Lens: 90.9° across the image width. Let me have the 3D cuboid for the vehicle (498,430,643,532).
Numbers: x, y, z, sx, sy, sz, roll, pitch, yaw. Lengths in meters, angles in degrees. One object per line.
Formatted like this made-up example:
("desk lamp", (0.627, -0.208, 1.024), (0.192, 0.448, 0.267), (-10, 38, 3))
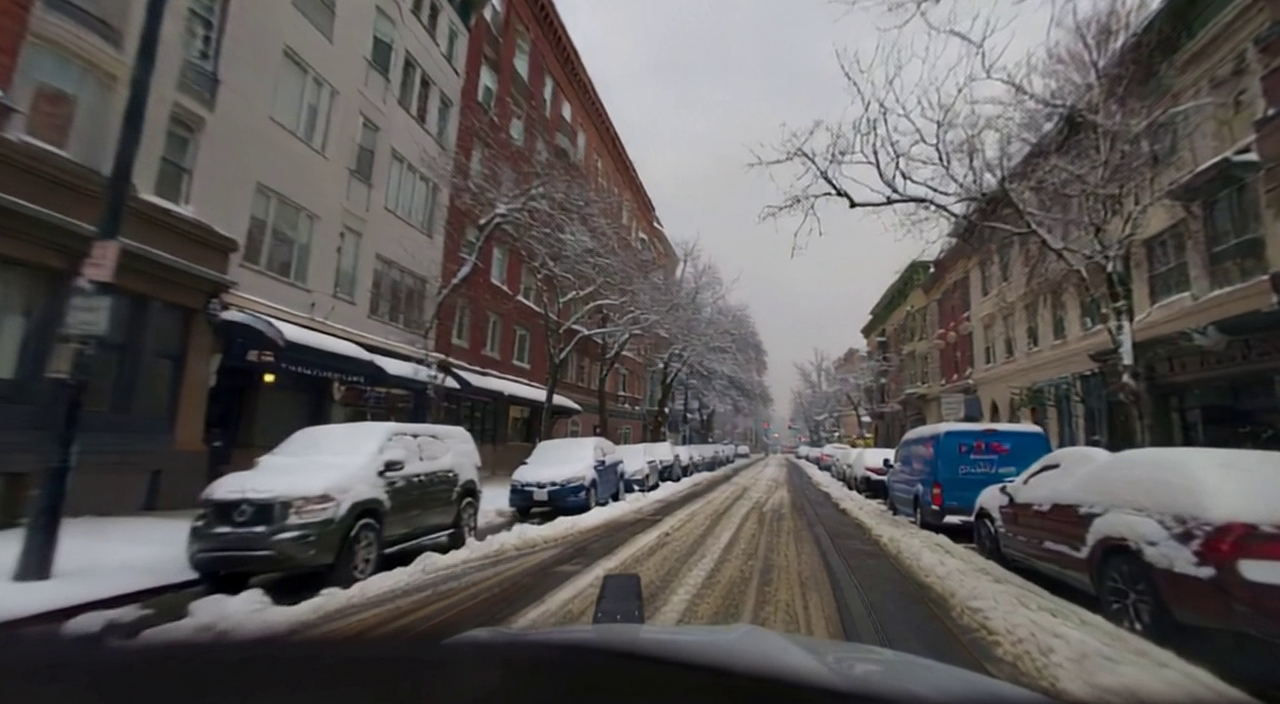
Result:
("vehicle", (-1.247, 2.510, 13.120), (1.867, 1.519, 3.920), (1, -4, 11))

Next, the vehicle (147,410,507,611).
("vehicle", (-2.929, 1.463, 6.670), (1.875, 1.564, 2.982), (-1, -8, 12))

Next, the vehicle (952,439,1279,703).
("vehicle", (4.521, 1.563, 5.725), (1.834, 1.508, 4.743), (-1, -8, 12))
